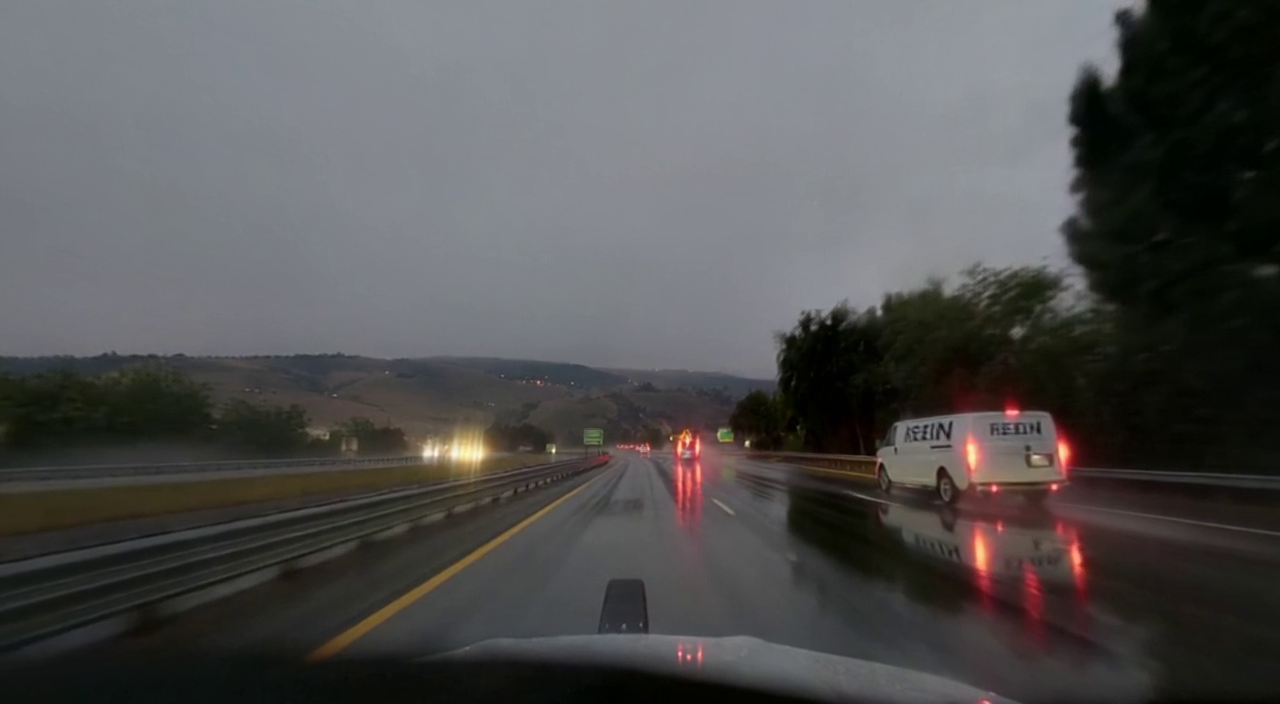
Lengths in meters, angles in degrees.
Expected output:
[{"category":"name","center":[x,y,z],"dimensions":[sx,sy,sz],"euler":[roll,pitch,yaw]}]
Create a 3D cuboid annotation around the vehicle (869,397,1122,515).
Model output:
[{"category":"vehicle","center":[7.248,2.225,13.864],"dimensions":[2.275,2.059,5.543],"euler":[0,-8,0]}]
